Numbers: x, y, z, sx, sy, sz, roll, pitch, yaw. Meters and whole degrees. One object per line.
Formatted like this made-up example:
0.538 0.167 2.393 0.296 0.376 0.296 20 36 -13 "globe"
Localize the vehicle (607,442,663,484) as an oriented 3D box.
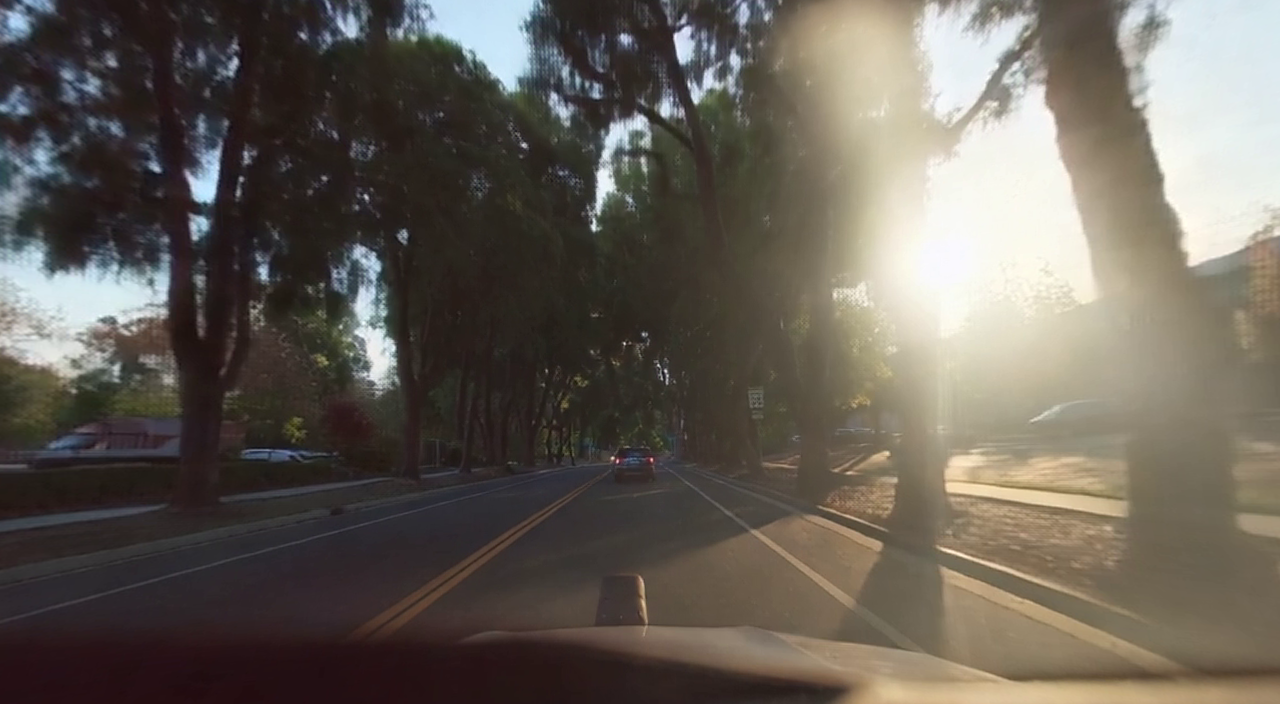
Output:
-0.159 4.645 26.772 2.152 1.574 4.223 -1 -8 1 "vehicle"
